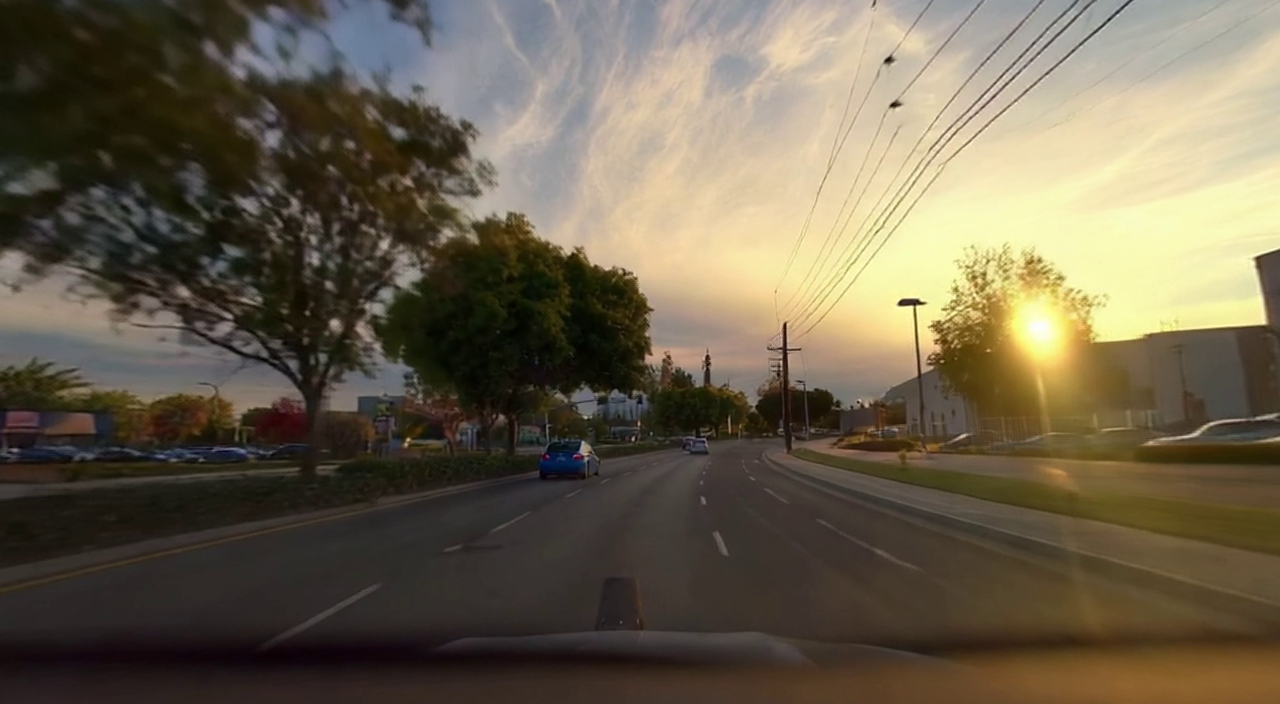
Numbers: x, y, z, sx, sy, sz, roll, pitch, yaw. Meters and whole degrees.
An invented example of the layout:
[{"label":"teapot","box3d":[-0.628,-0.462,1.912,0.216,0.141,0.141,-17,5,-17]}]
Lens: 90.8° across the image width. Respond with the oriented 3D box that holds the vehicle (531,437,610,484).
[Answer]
[{"label":"vehicle","box3d":[-2.391,3.890,22.984,1.928,1.488,4.635,-1,-8,6]}]
